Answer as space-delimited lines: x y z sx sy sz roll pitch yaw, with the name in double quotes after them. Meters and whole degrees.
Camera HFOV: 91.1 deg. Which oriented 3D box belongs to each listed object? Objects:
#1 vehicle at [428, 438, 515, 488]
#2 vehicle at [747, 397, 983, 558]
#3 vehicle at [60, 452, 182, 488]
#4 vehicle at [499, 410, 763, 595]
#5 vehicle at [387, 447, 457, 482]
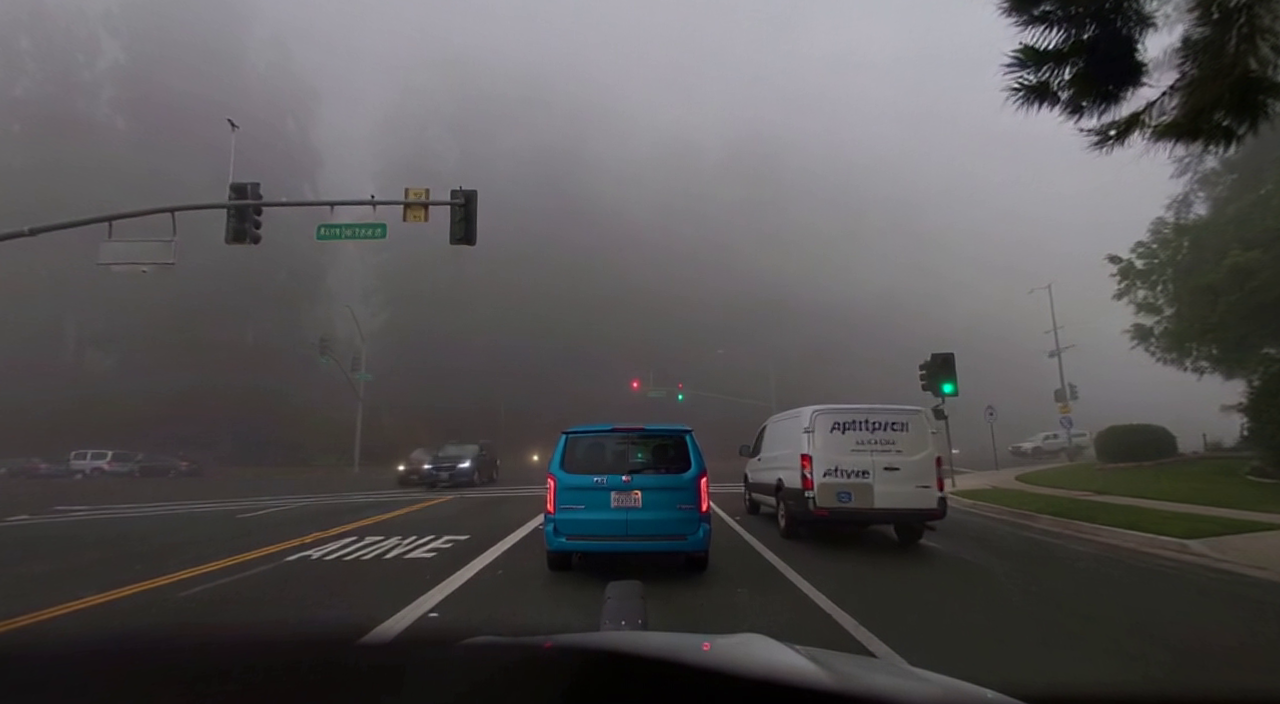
-6.543 4.345 25.001 2.070 1.775 4.703 0 -8 1 "vehicle"
3.084 1.832 9.780 2.059 1.924 4.257 0 -8 0 "vehicle"
-25.259 5.733 30.710 4.073 1.603 1.920 1 -9 -8 "vehicle"
-0.072 1.658 7.801 2.321 1.624 4.367 0 -8 0 "vehicle"
-10.308 5.334 30.021 1.881 1.515 4.262 0 -8 -1 "vehicle"
